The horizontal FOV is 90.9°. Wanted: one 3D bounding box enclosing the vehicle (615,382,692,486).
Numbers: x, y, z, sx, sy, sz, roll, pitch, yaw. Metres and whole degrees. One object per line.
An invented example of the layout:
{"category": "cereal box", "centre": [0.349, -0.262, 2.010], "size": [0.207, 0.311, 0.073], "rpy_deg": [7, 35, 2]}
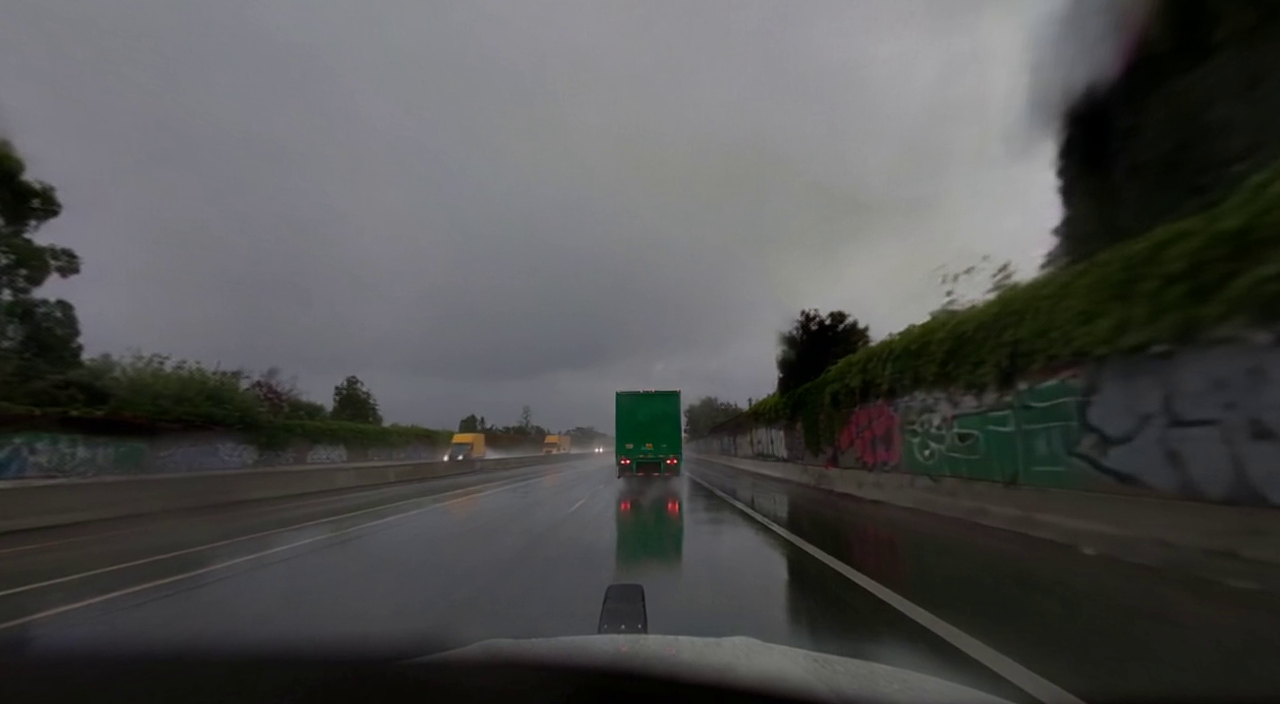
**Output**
{"category": "vehicle", "centre": [0.414, 3.897, 29.033], "size": [2.900, 3.955, 10.151], "rpy_deg": [0, -9, -1]}
